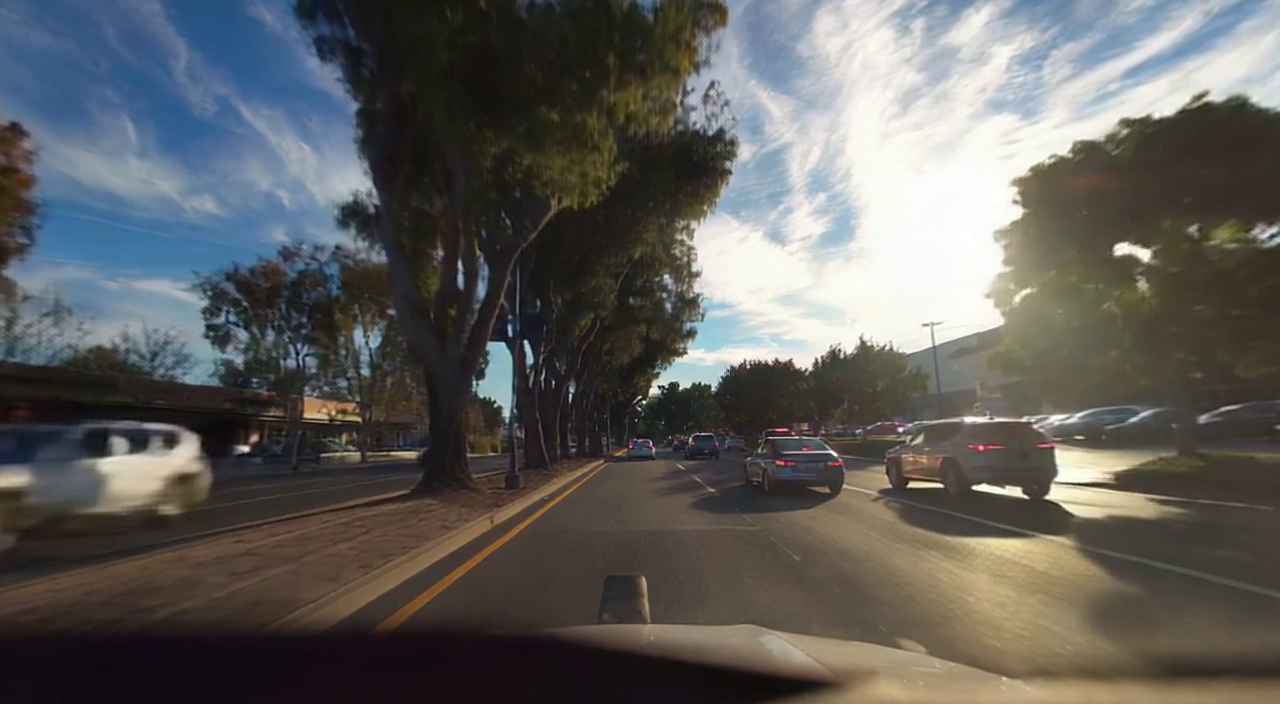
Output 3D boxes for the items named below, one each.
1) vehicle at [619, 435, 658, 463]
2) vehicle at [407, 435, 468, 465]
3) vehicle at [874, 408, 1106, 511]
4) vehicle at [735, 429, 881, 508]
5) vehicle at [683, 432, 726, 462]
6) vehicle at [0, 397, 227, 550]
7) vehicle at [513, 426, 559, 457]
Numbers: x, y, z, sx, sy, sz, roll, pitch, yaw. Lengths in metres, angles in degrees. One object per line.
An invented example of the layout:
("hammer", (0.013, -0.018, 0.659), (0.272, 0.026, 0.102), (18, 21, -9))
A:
("vehicle", (-0.099, 5.559, 35.927), (2.111, 1.506, 4.018), (0, -8, 0))
("vehicle", (-11.511, 5.599, 36.003), (1.952, 1.576, 4.409), (0, -8, 1))
("vehicle", (7.293, 2.323, 13.931), (2.188, 1.840, 5.050), (0, -8, 0))
("vehicle", (3.535, 2.558, 14.258), (2.010, 1.490, 4.639), (0, -8, 0))
("vehicle", (3.907, 5.834, 38.710), (2.130, 1.718, 4.310), (0, -8, -1))
("vehicle", (-8.418, 1.620, 8.697), (2.116, 1.747, 4.727), (0, -8, 0))
("vehicle", (-7.878, 6.879, 48.059), (2.396, 2.216, 5.698), (0, -8, 2))
